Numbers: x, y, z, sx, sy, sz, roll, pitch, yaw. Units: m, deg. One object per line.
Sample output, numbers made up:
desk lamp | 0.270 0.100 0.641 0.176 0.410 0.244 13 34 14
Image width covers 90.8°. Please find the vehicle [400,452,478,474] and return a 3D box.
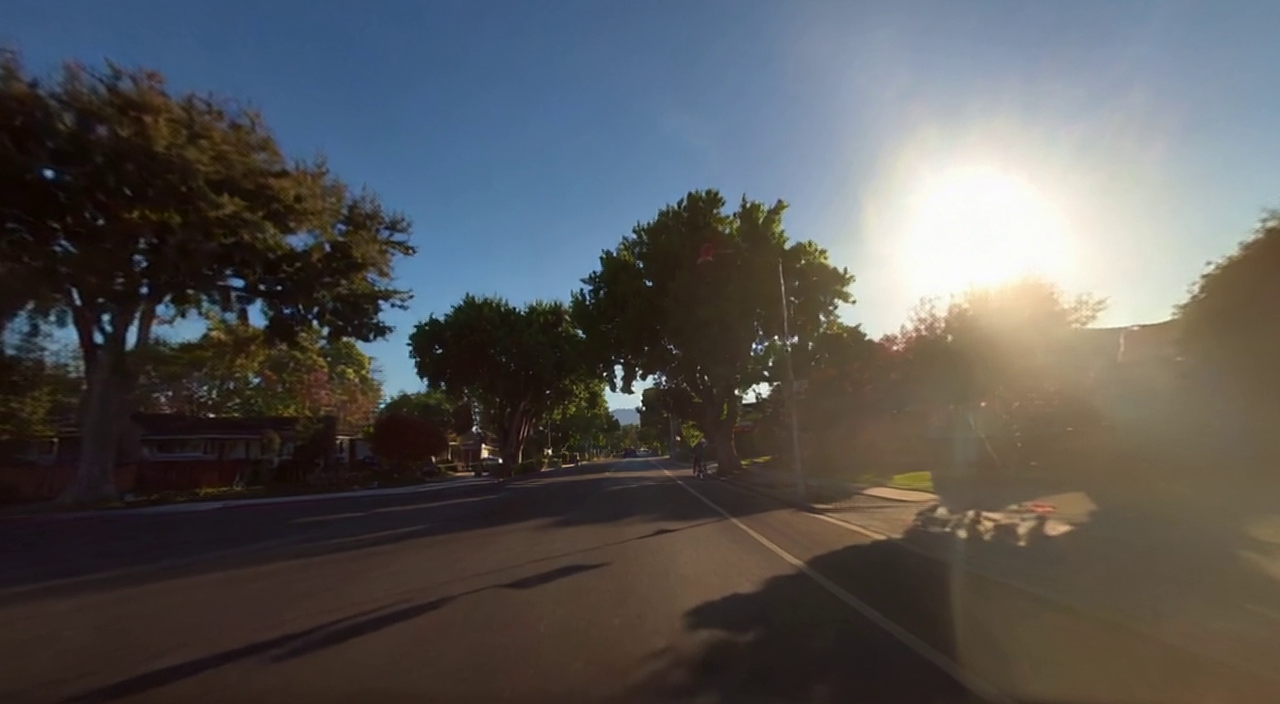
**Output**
vehicle | -13.629 7.549 43.020 4.717 1.465 1.887 0 -9 -4
